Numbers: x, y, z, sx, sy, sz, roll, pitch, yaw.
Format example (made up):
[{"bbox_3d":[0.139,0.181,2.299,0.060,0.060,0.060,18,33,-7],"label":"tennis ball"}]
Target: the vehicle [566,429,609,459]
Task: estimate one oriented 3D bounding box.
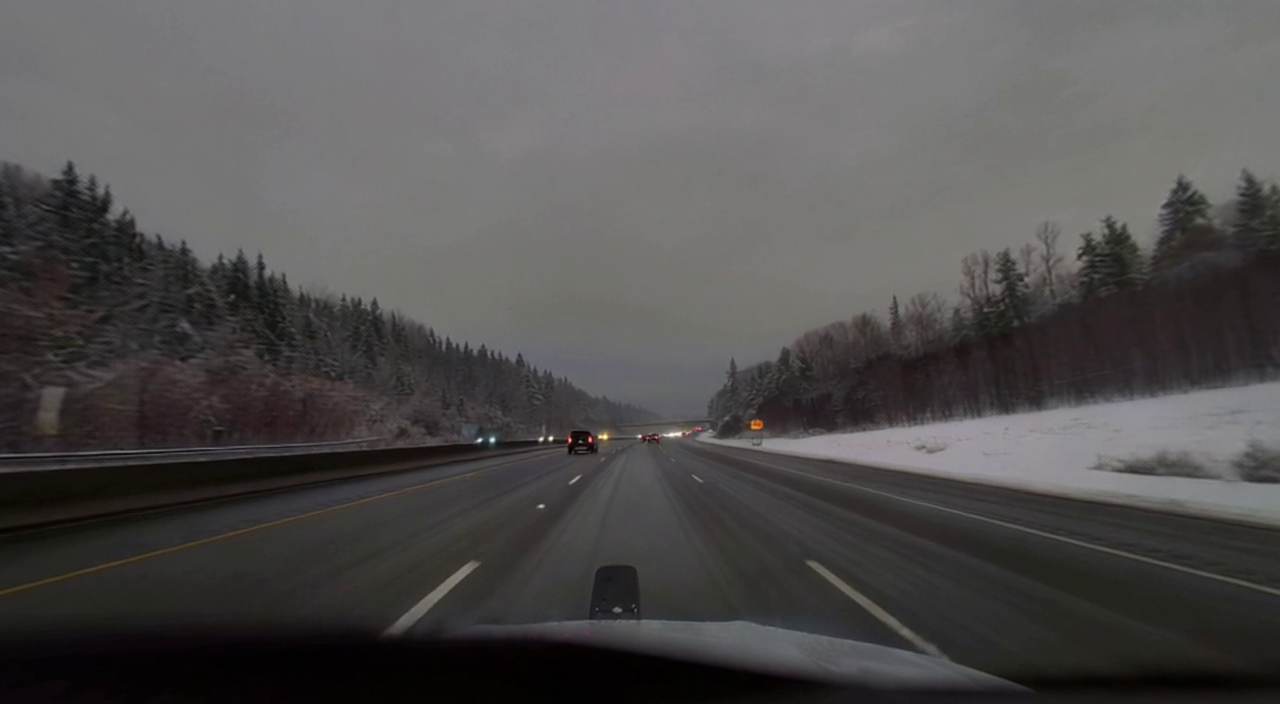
[{"bbox_3d":[-2.993,5.322,36.714,2.084,1.654,4.080,0,-8,0],"label":"vehicle"}]
